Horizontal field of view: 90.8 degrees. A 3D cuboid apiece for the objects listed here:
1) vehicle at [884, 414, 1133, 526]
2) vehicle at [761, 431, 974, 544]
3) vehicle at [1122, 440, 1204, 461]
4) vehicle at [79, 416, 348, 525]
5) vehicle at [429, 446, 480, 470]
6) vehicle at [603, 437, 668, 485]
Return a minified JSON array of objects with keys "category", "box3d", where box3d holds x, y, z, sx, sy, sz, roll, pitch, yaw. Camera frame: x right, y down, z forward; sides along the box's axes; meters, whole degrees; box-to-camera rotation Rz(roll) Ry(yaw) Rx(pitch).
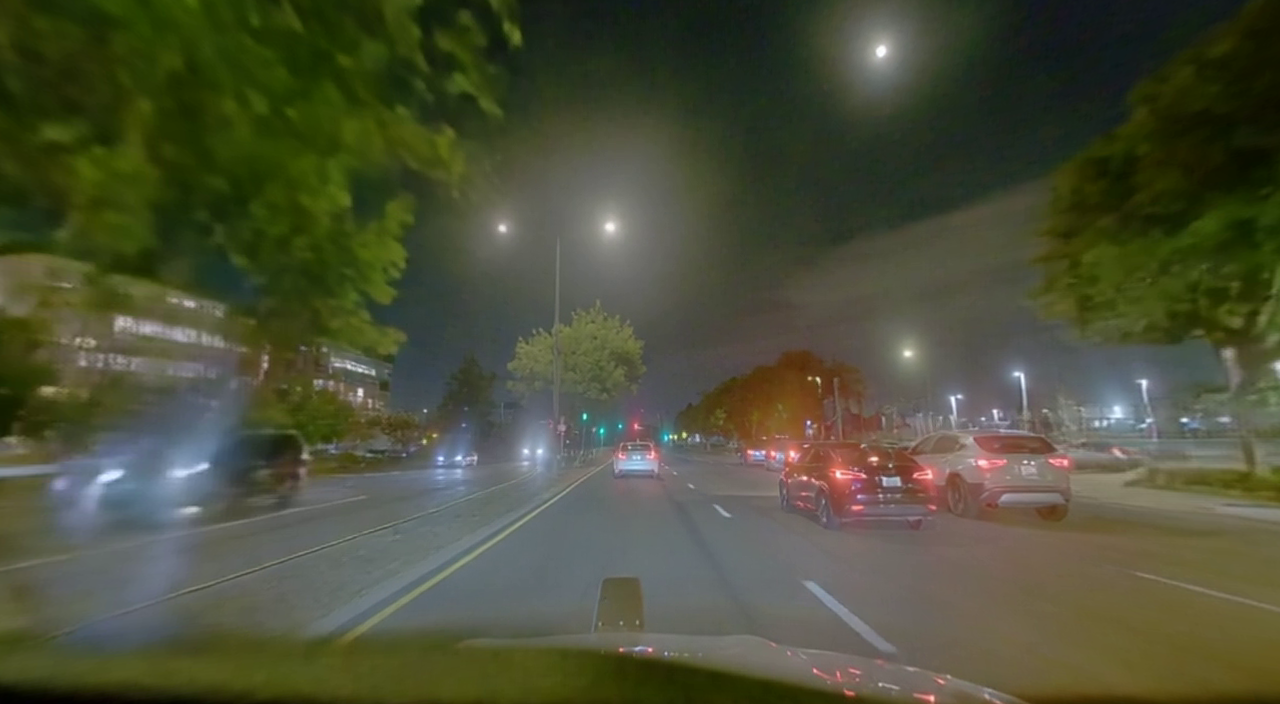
[{"category":"vehicle","box3d":[6.929,2.269,12.685,2.134,1.810,4.590,0,-9,-1]},{"category":"vehicle","box3d":[3.379,2.091,10.417,1.858,1.466,4.230,0,-9,-1]},{"category":"vehicle","box3d":[37.402,7.076,45.247,4.188,1.438,1.831,0,-9,-1]},{"category":"vehicle","box3d":[-9.008,2.564,14.242,2.246,1.943,5.493,0,-9,0]},{"category":"vehicle","box3d":[-12.117,6.902,41.489,1.931,1.477,4.630,0,-9,0]},{"category":"vehicle","box3d":[-0.158,3.666,21.447,1.994,1.479,3.647,0,-9,-1]}]
